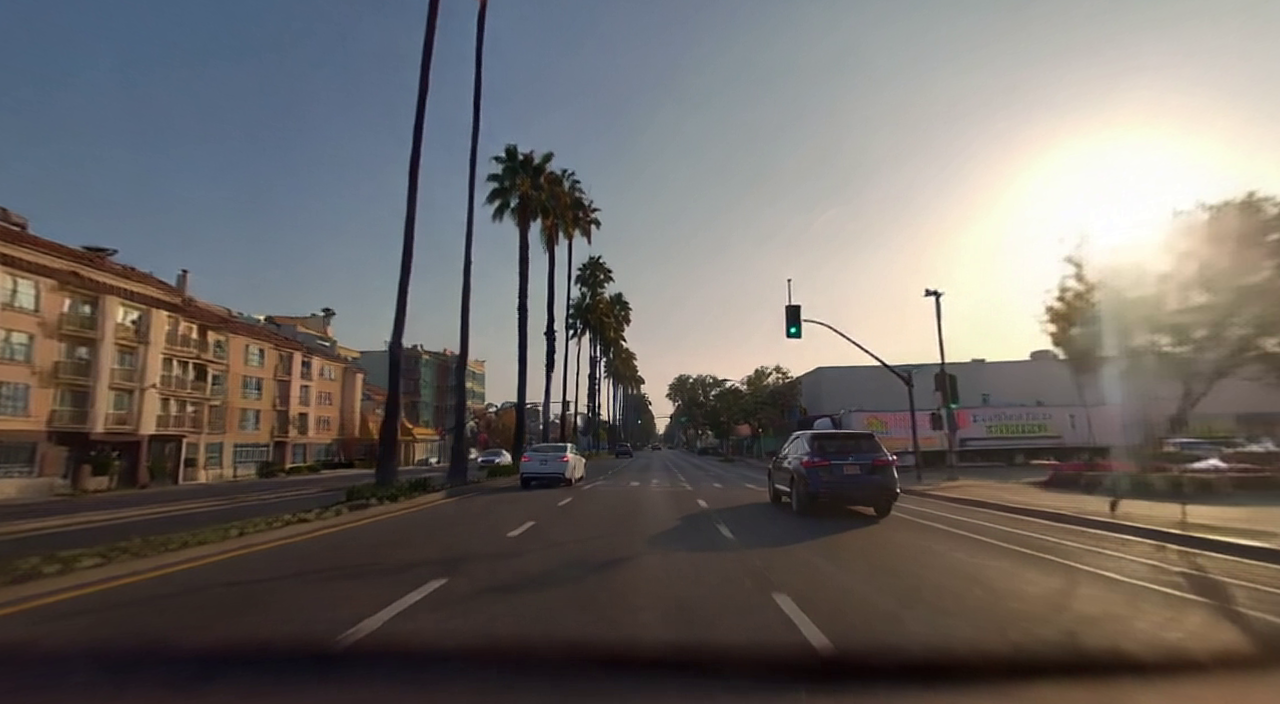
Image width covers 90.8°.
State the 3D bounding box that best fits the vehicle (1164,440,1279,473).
[{"bbox_3d":[31.827,5.626,34.274,1.947,1.539,5.296,-2,-8,-4],"label":"vehicle"}]

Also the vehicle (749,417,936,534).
[{"bbox_3d":[3.373,2.152,11.542,1.982,1.711,4.276,0,-9,0],"label":"vehicle"}]

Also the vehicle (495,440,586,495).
[{"bbox_3d":[-2.919,3.503,19.471,2.034,1.498,3.995,-1,-9,2],"label":"vehicle"}]
